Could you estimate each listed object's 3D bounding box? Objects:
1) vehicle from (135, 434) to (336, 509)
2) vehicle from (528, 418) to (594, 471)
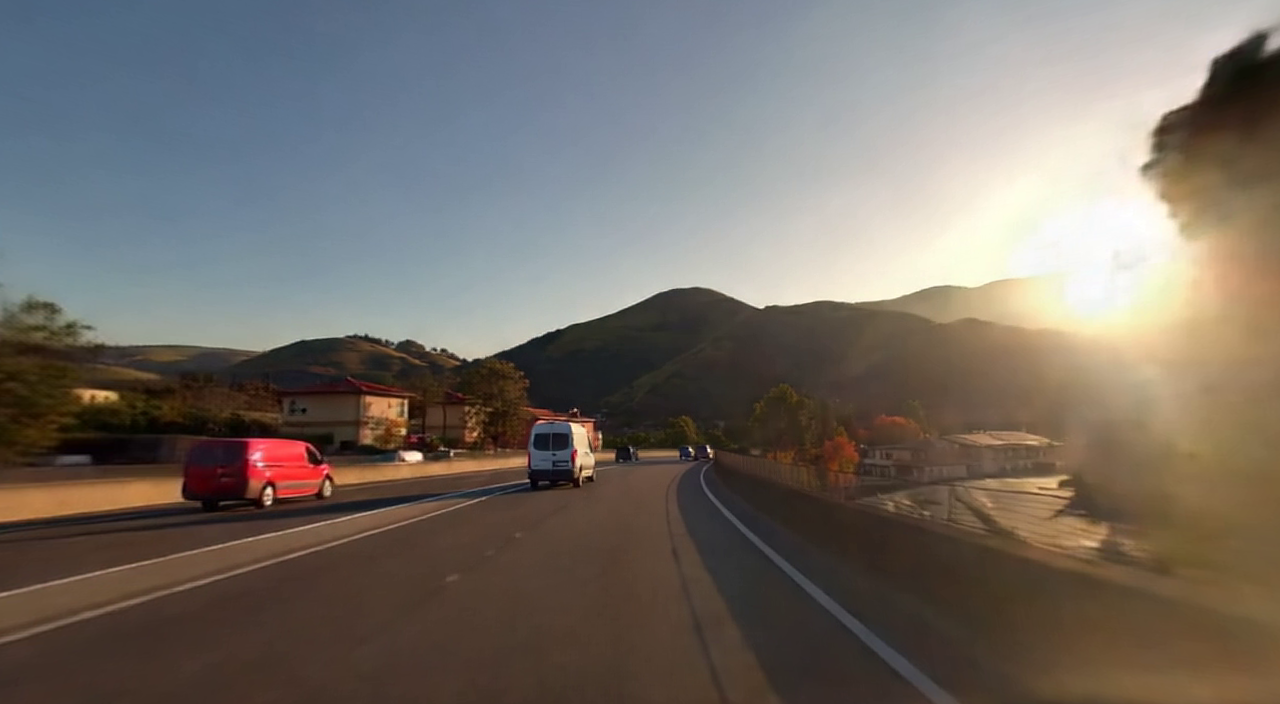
[{"bbox_3d":[-9.420,2.788,15.248,1.821,1.524,4.342,0,-8,2],"label":"vehicle"},{"bbox_3d":[-4.331,5.288,35.945,2.314,2.703,6.441,-1,-9,6],"label":"vehicle"}]
